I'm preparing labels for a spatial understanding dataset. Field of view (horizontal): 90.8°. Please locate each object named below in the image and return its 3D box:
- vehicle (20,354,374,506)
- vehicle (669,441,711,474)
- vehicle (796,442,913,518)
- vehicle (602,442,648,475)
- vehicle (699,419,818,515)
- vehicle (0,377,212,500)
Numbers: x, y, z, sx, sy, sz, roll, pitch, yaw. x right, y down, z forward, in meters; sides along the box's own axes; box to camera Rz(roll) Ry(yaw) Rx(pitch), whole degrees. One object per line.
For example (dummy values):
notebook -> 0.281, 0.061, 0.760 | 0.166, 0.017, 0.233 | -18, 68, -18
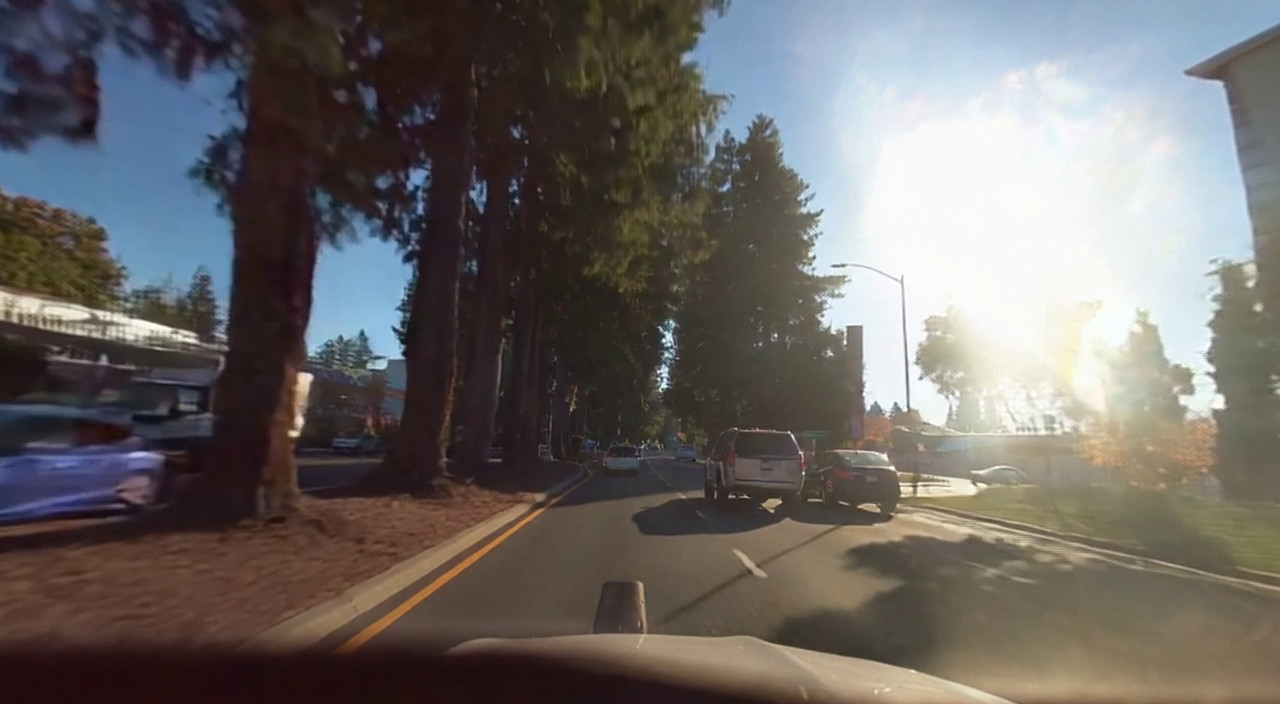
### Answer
vehicle -> -11.557, 2.099, 18.539 | 2.947, 3.206, 10.111 | 0, -5, 1
vehicle -> 2.781, 5.948, 35.852 | 1.922, 1.708, 4.126 | 0, -9, -2
vehicle -> 6.277, 3.738, 19.031 | 1.913, 1.777, 4.269 | 7, -9, 0
vehicle -> -0.693, 5.136, 30.648 | 2.119, 1.460, 3.847 | 0, -9, 0
vehicle -> 2.813, 2.823, 15.924 | 2.035, 1.940, 4.299 | 3, -9, -1
vehicle -> -8.962, 1.325, 9.491 | 1.981, 1.514, 4.323 | 0, -9, 0
